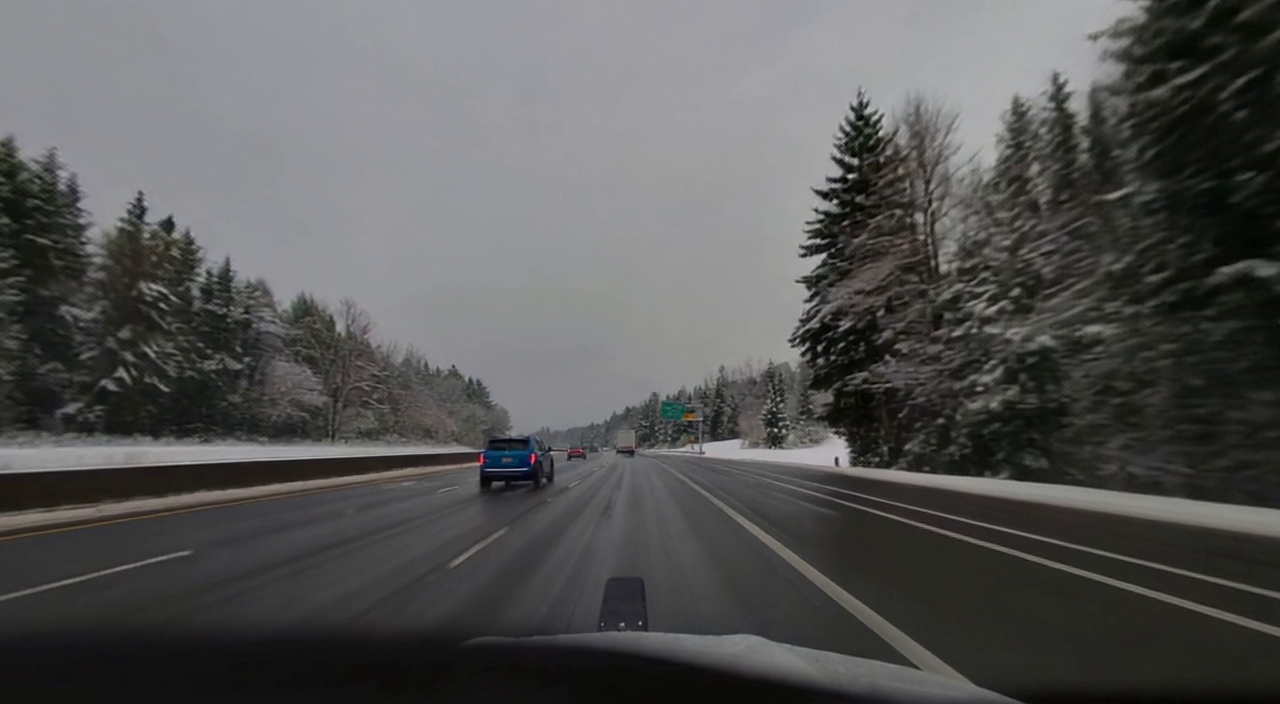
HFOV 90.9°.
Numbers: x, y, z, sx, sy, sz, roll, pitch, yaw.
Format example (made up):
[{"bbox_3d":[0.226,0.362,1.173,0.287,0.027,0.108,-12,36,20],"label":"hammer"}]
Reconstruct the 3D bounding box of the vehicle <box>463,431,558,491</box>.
[{"bbox_3d":[-4.072,3.498,20.666,2.162,1.724,4.537,0,-8,0],"label":"vehicle"}]
